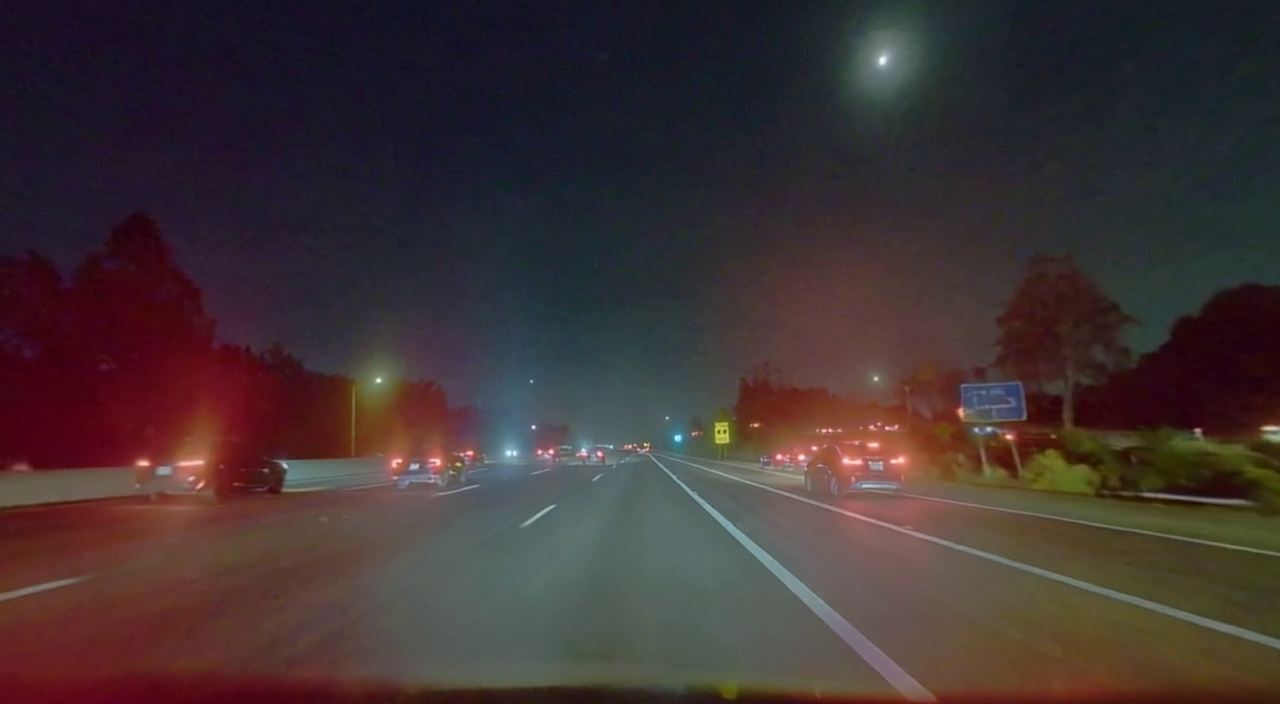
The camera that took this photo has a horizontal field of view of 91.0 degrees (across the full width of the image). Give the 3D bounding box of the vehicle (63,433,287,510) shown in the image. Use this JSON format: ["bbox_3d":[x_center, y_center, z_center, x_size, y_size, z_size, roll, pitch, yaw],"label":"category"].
[{"bbox_3d":[-11.141,2.883,15.647,2.107,1.628,4.446,0,-9,1],"label":"vehicle"}]

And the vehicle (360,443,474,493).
[{"bbox_3d":[-7.362,3.867,21.385,2.071,1.486,4.703,0,-9,1],"label":"vehicle"}]

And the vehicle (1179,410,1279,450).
[{"bbox_3d":[25.980,3.393,26.943,1.884,1.571,4.352,0,-9,-1],"label":"vehicle"}]

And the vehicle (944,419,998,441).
[{"bbox_3d":[25.810,6.118,49.260,1.878,1.569,4.144,0,-9,-1],"label":"vehicle"}]

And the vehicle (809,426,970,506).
[{"bbox_3d":[6.387,3.004,16.940,2.259,1.816,4.862,0,-9,-1],"label":"vehicle"}]

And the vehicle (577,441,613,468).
[{"bbox_3d":[-3.422,7.888,48.676,2.288,1.962,5.119,0,-9,1],"label":"vehicle"}]
